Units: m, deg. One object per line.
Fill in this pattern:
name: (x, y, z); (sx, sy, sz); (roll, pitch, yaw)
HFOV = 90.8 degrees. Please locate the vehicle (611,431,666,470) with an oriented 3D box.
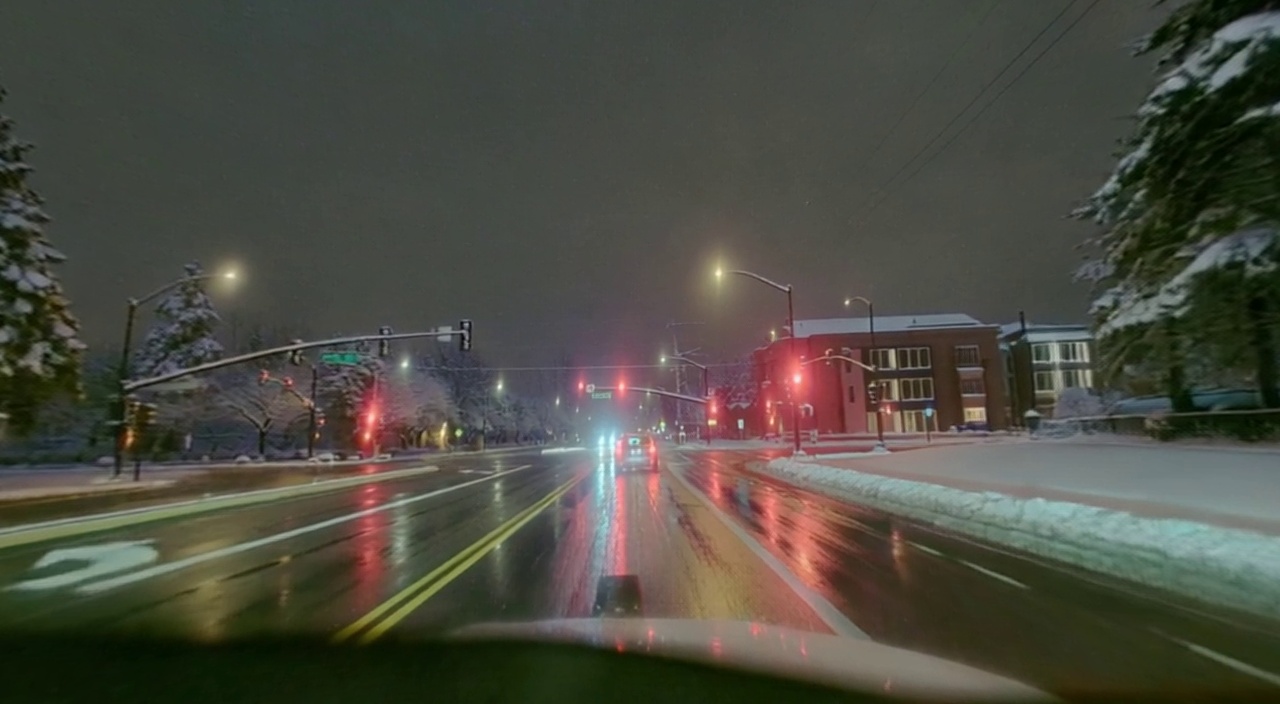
vehicle: (-0.092, 4.092, 26.282); (2.107, 1.470, 3.974); (0, -9, -1)
